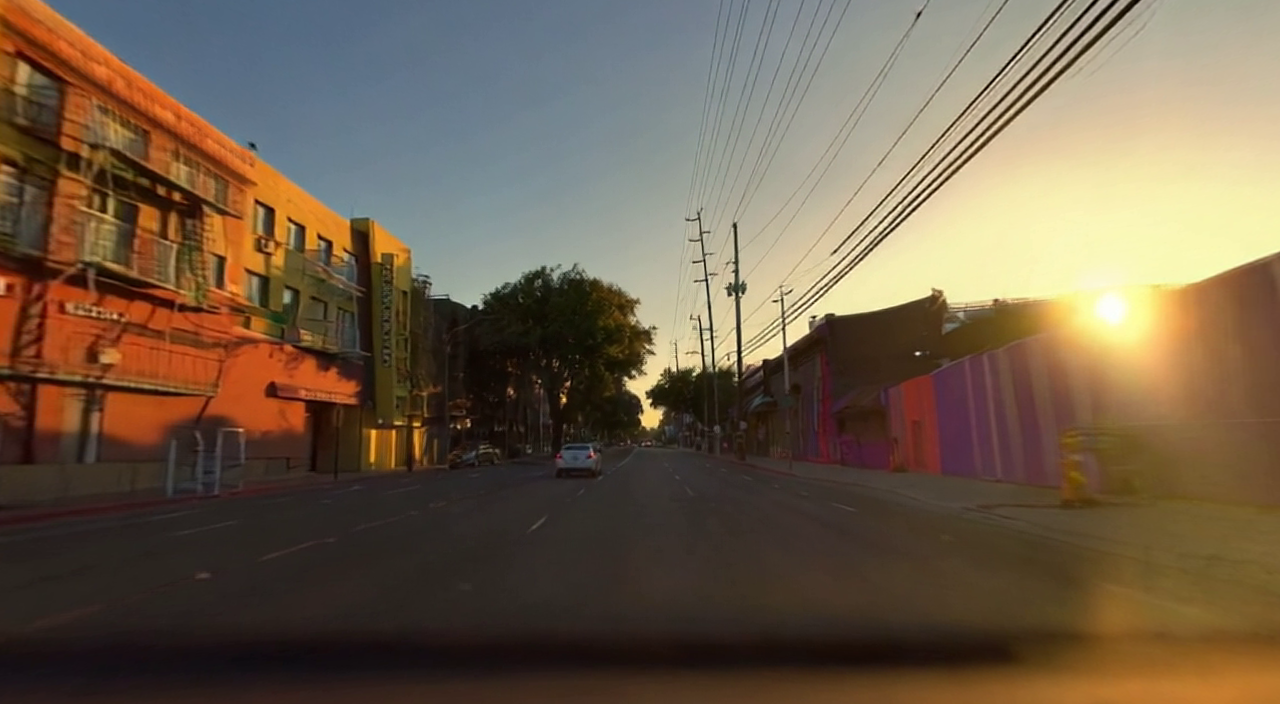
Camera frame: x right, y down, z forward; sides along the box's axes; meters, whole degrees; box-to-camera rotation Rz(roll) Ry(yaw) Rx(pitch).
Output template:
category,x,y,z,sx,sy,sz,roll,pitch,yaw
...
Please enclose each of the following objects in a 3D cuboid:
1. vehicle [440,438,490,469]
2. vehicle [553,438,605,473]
category,x,y,z,sx,sy,sz,roll,pitch,yaw
vehicle,-11.728,6.791,42.446,2.052,1.898,4.253,0,-8,1
vehicle,-2.885,5.031,31.007,2.036,1.589,4.549,0,-8,1
